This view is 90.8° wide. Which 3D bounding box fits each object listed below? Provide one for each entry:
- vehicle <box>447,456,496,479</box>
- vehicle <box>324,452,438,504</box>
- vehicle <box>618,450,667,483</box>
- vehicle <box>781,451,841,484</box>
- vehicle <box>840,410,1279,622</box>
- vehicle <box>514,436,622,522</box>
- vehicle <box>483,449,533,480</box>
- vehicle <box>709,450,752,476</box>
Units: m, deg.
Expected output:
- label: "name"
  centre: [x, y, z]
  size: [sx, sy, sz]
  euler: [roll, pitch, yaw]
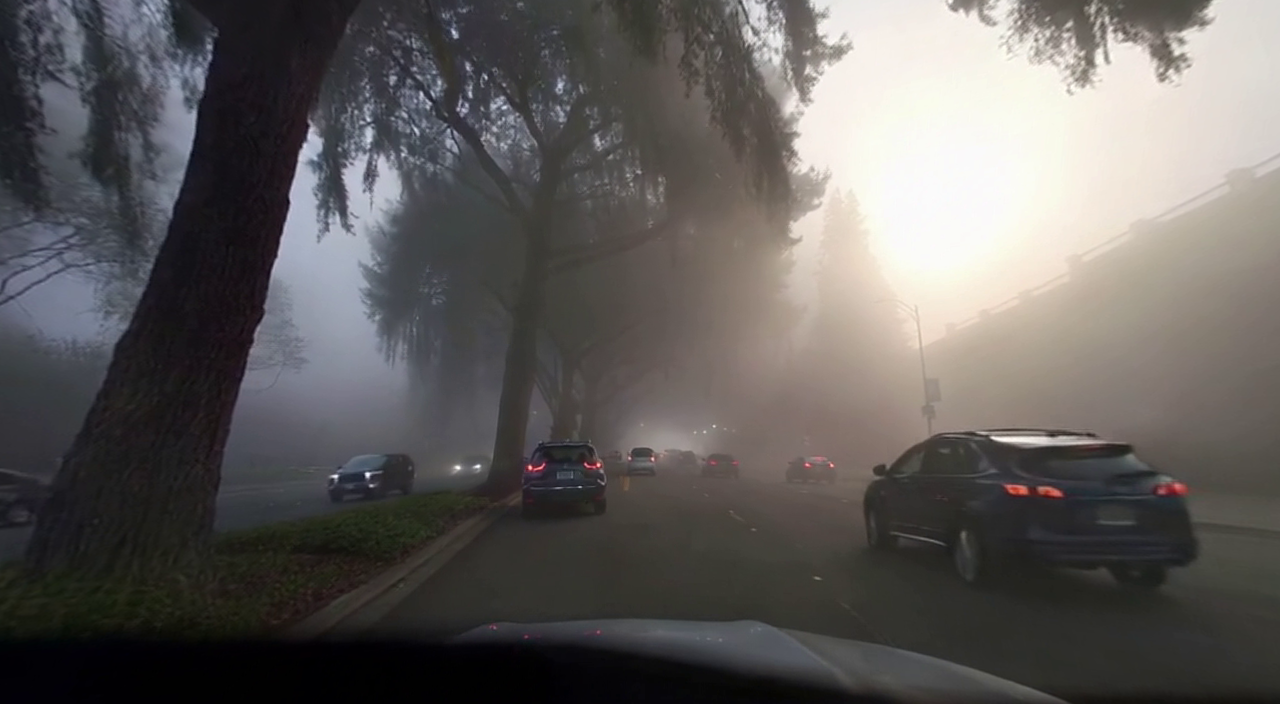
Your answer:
- label: "vehicle"
  centre: [-11.653, 8.004, 44.049]
  size: [2.126, 1.434, 4.305]
  euler: [0, -9, 2]
- label: "vehicle"
  centre: [-8.387, 4.083, 20.932]
  size: [1.966, 1.489, 4.099]
  euler: [0, -9, 1]
- label: "vehicle"
  centre: [0.127, 5.405, 30.120]
  size: [2.161, 1.445, 3.772]
  euler: [0, -9, 1]
- label: "vehicle"
  centre: [8.378, 5.657, 31.316]
  size: [1.977, 1.485, 4.308]
  euler: [0, -9, 3]
- label: "vehicle"
  centre: [4.162, 1.666, 7.385]
  size: [2.220, 1.715, 4.335]
  euler: [0, -9, 0]
- label: "vehicle"
  centre: [-1.571, 2.789, 14.383]
  size: [2.106, 1.655, 3.717]
  euler: [1, -9, -5]
- label: "vehicle"
  centre: [-8.084, 6.928, 39.227]
  size: [2.026, 1.755, 4.430]
  euler: [0, -9, 2]
- label: "vehicle"
  centre: [5.513, 6.867, 39.193]
  size: [2.175, 1.477, 4.520]
  euler: [0, -9, 3]
